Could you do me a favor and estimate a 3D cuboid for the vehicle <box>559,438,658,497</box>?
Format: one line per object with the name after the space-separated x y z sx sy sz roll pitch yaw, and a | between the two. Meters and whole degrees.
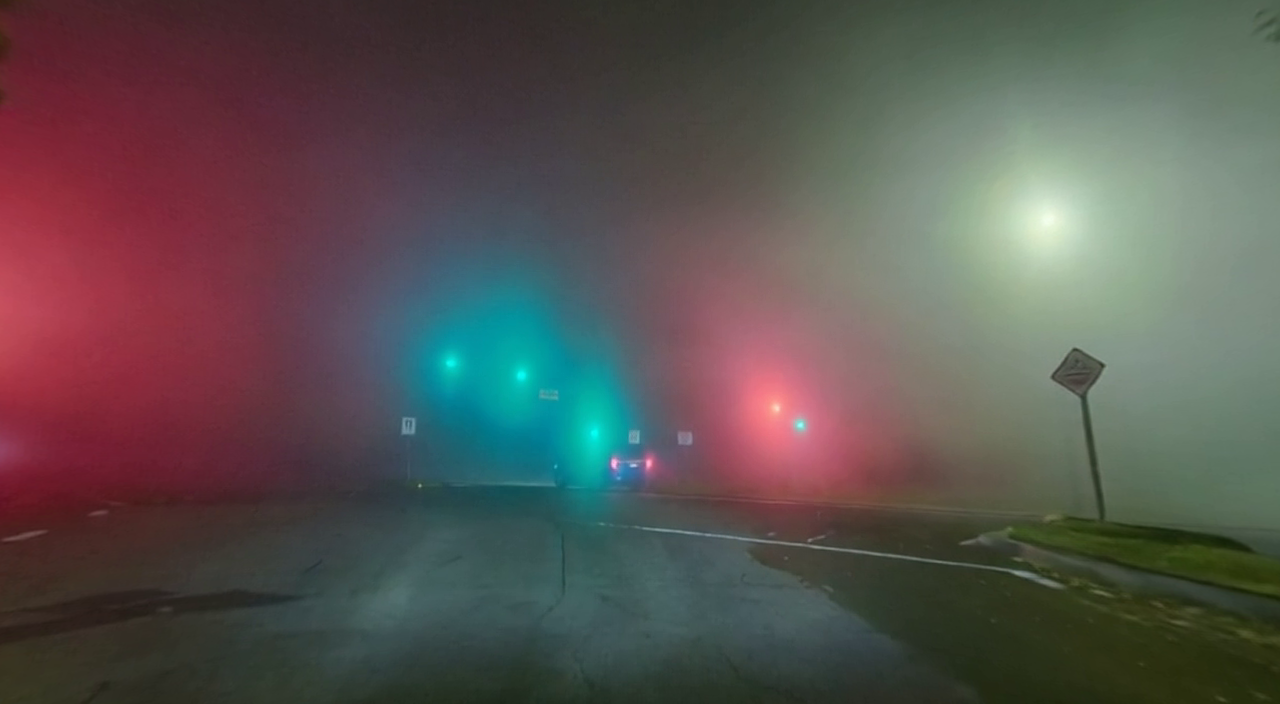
-1.258 3.982 22.054 2.284 1.788 4.871 3 -10 -17 | vehicle
